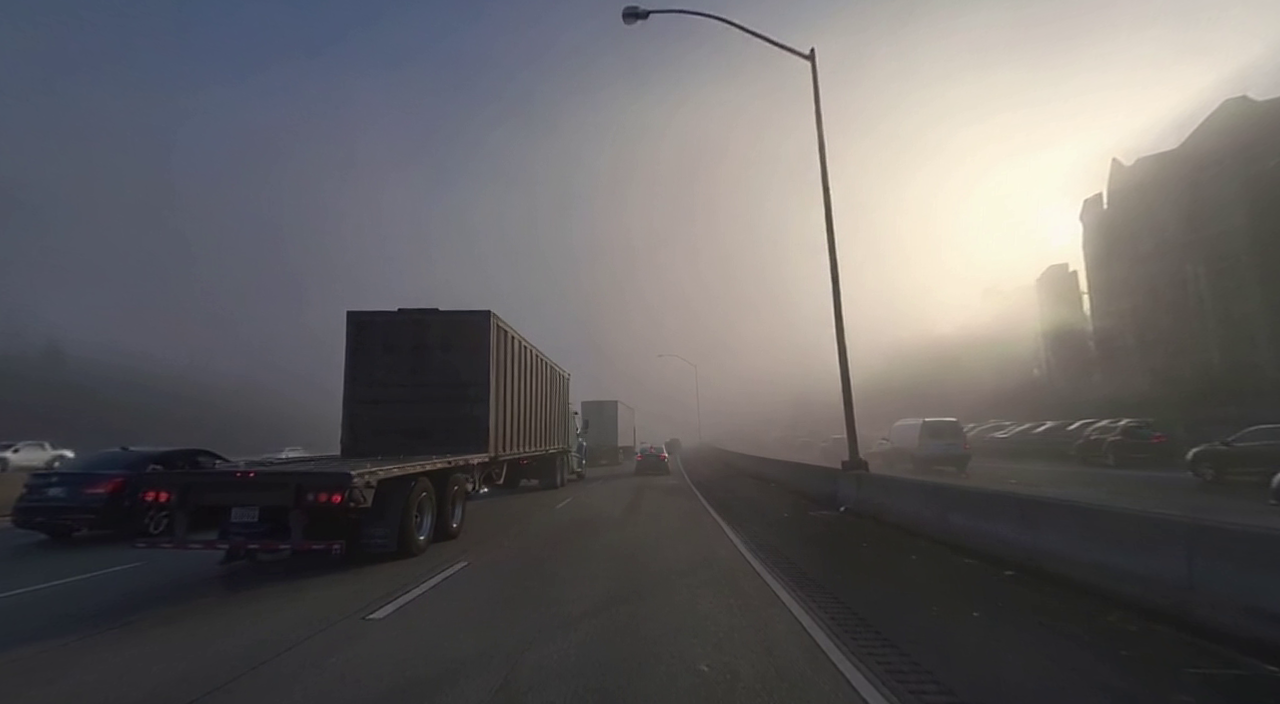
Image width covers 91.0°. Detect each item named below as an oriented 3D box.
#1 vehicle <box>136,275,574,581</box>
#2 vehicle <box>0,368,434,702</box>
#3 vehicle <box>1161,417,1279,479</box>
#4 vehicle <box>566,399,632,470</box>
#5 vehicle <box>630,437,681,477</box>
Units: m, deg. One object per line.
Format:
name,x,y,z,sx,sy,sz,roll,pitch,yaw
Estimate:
vehicle,-3.469,1.443,11.249,3.020,3.192,9.194,-1,-9,4
vehicle,-3.781,1.208,5.208,2.896,1.779,3.441,0,-8,1
vehicle,18.714,2.787,18.415,4.725,1.713,2.110,-3,-9,13
vehicle,-2.302,5.289,39.766,3.073,3.894,9.782,-1,-9,3
vehicle,0.733,4.727,28.538,2.178,1.640,4.071,0,-9,2
